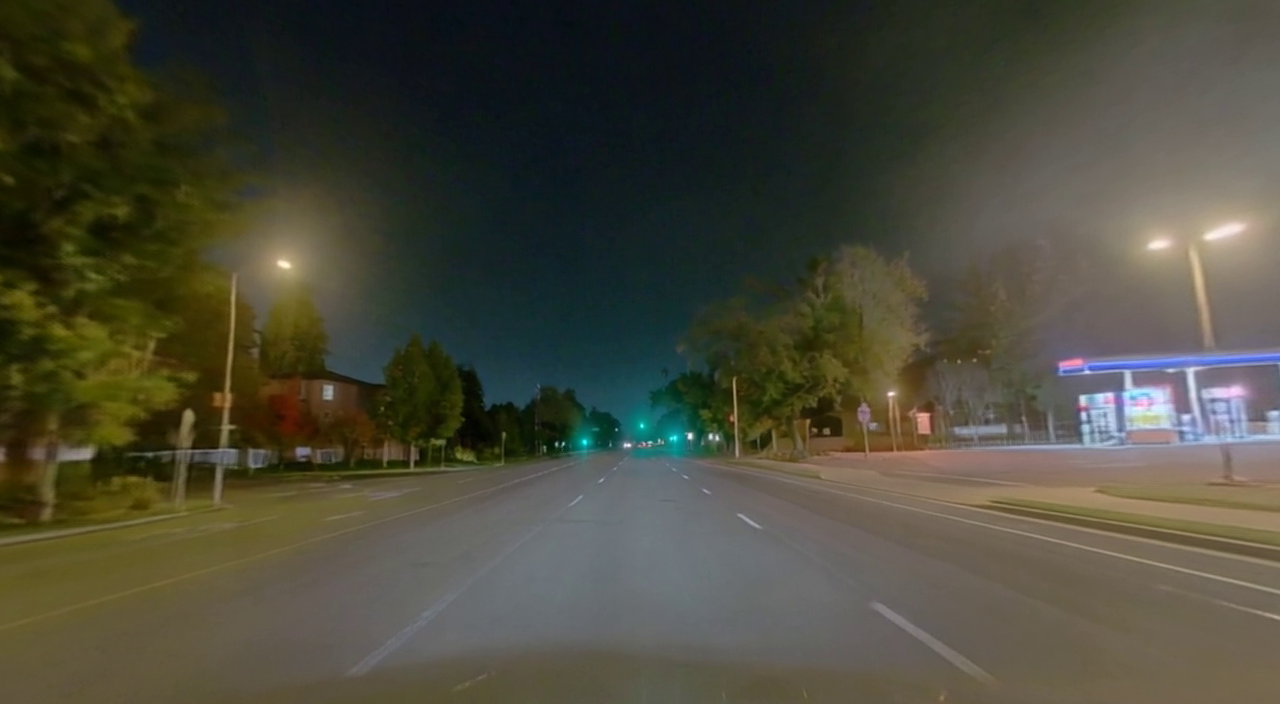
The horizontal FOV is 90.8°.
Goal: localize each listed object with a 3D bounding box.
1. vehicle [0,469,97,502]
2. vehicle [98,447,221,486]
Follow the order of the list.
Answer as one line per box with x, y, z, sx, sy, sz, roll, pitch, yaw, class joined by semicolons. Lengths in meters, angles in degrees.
-29.003;6.374;30.273;4.279;1.437;1.872;-1;-8;2;vehicle
-30.613;7.281;40.417;5.937;2.345;2.252;0;-8;-1;vehicle
